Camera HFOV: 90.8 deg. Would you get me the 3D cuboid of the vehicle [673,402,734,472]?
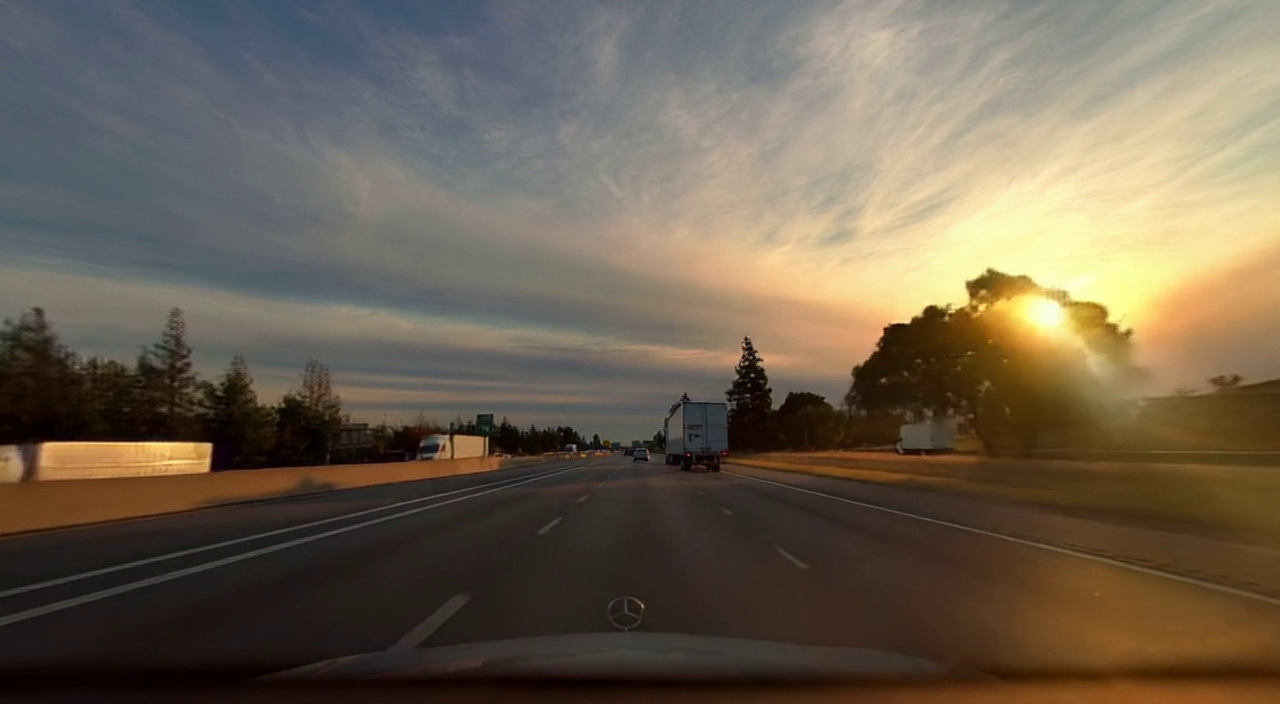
[{"bbox_3d":[4.265,6.234,45.424,3.058,4.312,12.251,0,-9,0],"label":"vehicle"}]
